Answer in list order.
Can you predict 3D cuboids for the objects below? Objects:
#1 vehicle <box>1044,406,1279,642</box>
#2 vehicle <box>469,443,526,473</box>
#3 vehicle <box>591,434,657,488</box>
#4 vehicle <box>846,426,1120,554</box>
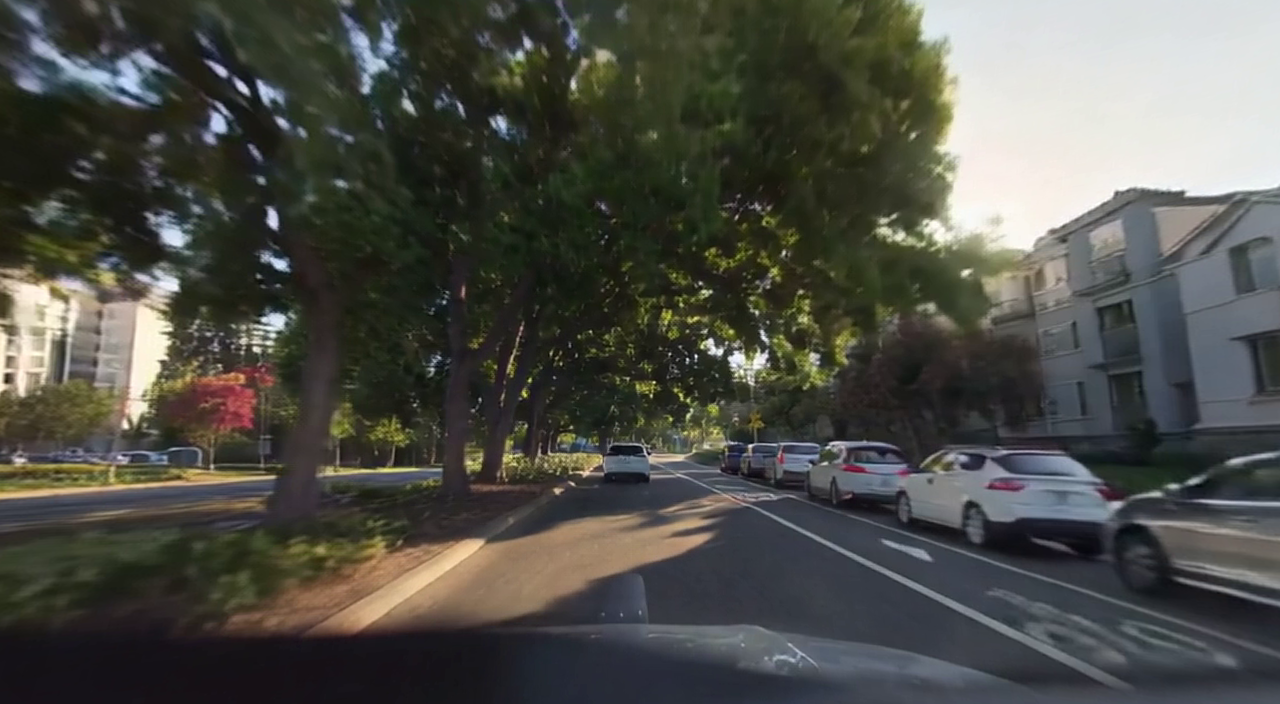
[{"bbox_3d":[5.776,1.319,4.931,1.930,1.752,5.039,0,-9,1],"label":"vehicle"},{"bbox_3d":[-7.591,5.667,34.082,2.105,1.474,4.808,0,-8,-2],"label":"vehicle"},{"bbox_3d":[-0.544,3.735,21.966,2.070,1.698,3.925,0,-9,-1],"label":"vehicle"},{"bbox_3d":[5.392,2.205,10.867,2.018,1.708,4.541,0,-9,-2],"label":"vehicle"}]
